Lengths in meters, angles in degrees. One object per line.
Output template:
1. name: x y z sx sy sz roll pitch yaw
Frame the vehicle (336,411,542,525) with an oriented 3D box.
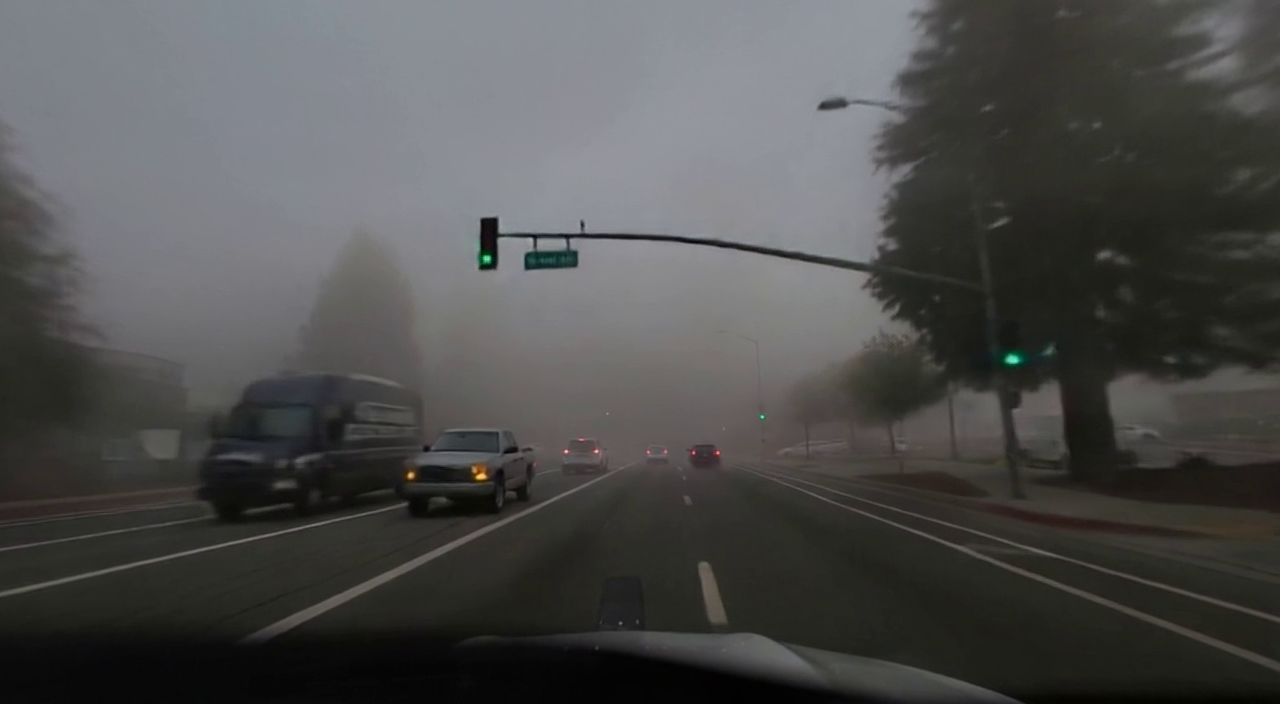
1. vehicle: -3.853 2.390 13.612 2.298 1.905 5.777 -1 -9 3

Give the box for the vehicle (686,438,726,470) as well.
1. vehicle: 3.802 5.963 37.122 2.046 1.768 4.370 0 -9 2

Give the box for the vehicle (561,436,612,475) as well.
1. vehicle: -2.606 5.219 32.045 2.092 1.779 4.468 0 -9 1

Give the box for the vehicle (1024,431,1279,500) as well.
1. vehicle: 18.349 3.801 22.881 2.618 1.565 11.353 -3 -6 4

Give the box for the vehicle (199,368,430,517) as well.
1. vehicle: -7.458 2.222 15.542 2.251 2.944 5.835 -1 -9 3

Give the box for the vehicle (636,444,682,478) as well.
1. vehicle: 0.812 4.864 28.471 1.917 1.418 3.987 0 -9 0
